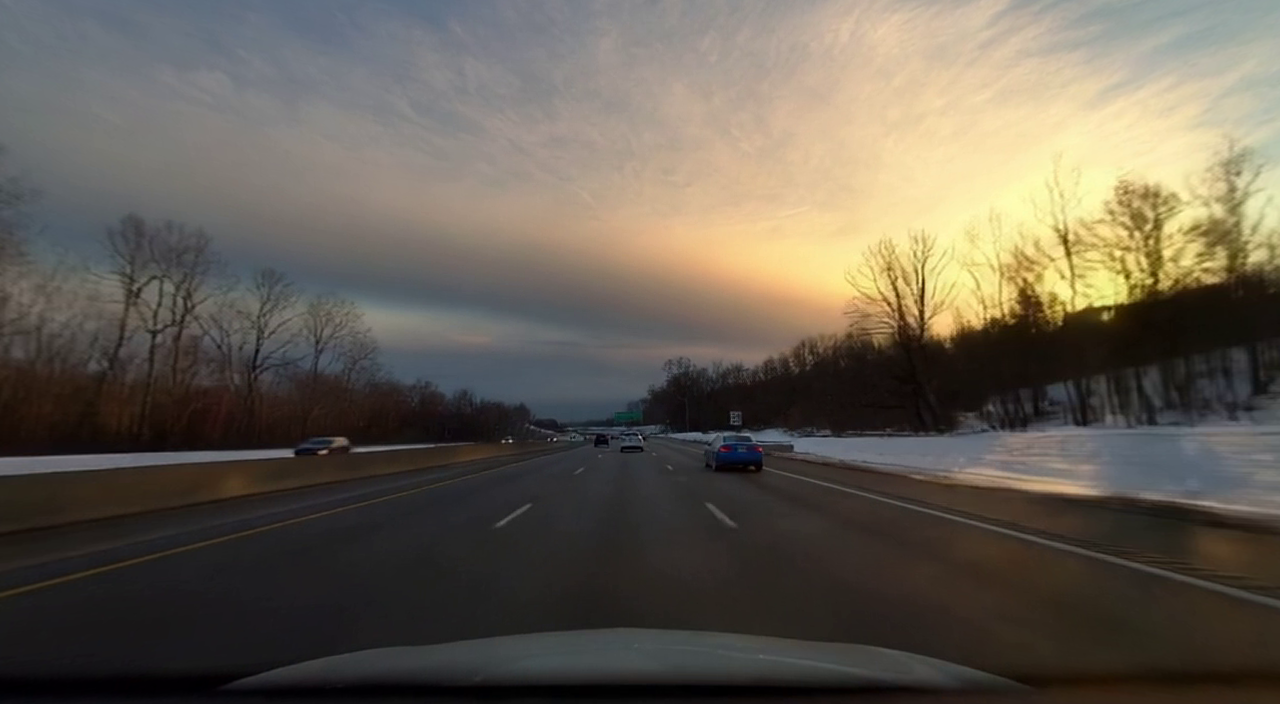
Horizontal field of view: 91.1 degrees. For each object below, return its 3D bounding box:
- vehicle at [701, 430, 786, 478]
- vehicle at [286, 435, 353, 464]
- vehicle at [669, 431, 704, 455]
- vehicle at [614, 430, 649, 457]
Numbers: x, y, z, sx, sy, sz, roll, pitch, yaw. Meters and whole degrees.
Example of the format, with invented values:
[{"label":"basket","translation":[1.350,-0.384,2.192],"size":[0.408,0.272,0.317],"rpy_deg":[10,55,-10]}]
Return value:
[{"label":"vehicle","translation":[3.493,3.539,22.179],"size":[2.056,1.479,4.660],"rpy_deg":[0,-8,-2]},{"label":"vehicle","translation":[-21.130,6.424,41.637],"size":[1.948,1.771,4.651],"rpy_deg":[0,-8,0]},{"label":"vehicle","translation":[3.304,6.592,45.581],"size":[2.098,1.677,4.275],"rpy_deg":[0,-8,-2]},{"label":"vehicle","translation":[-0.614,6.001,41.343],"size":[2.182,1.680,4.253],"rpy_deg":[0,-8,-1]}]
